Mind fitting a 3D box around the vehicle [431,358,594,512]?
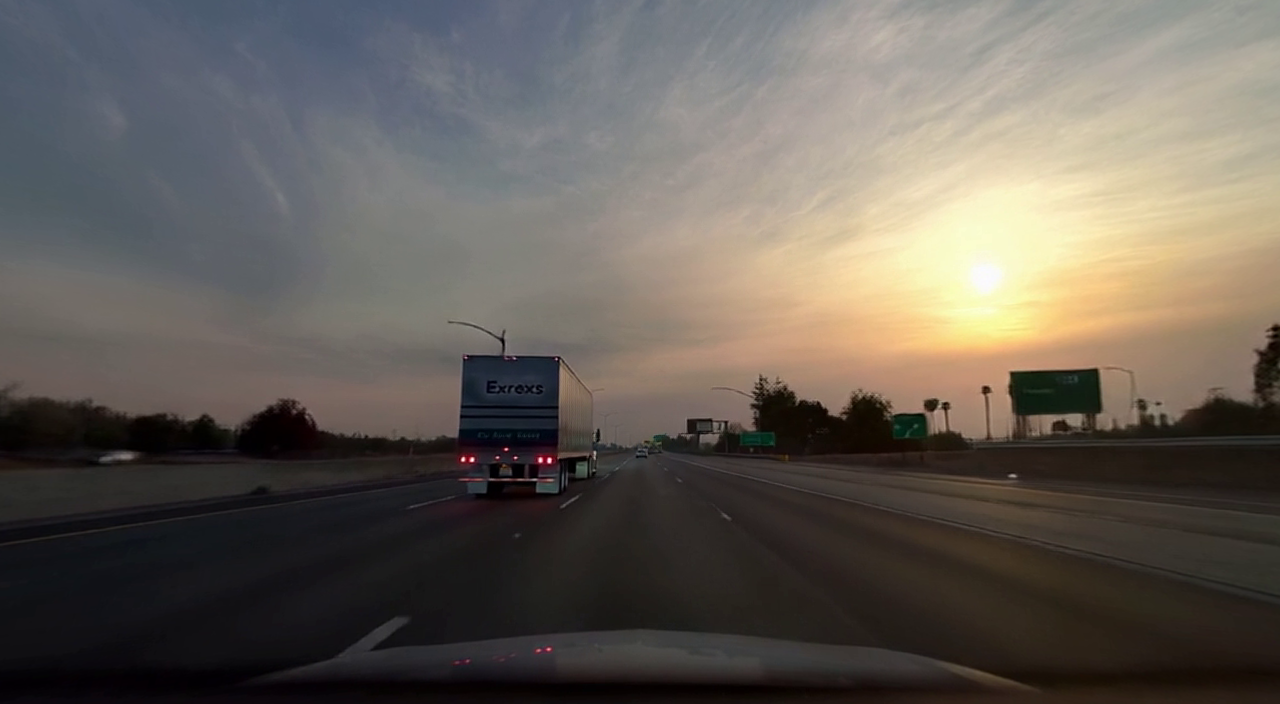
[{"bbox_3d":[-3.179,2.505,18.461,2.922,3.458,8.360,0,-9,0],"label":"vehicle"}]
